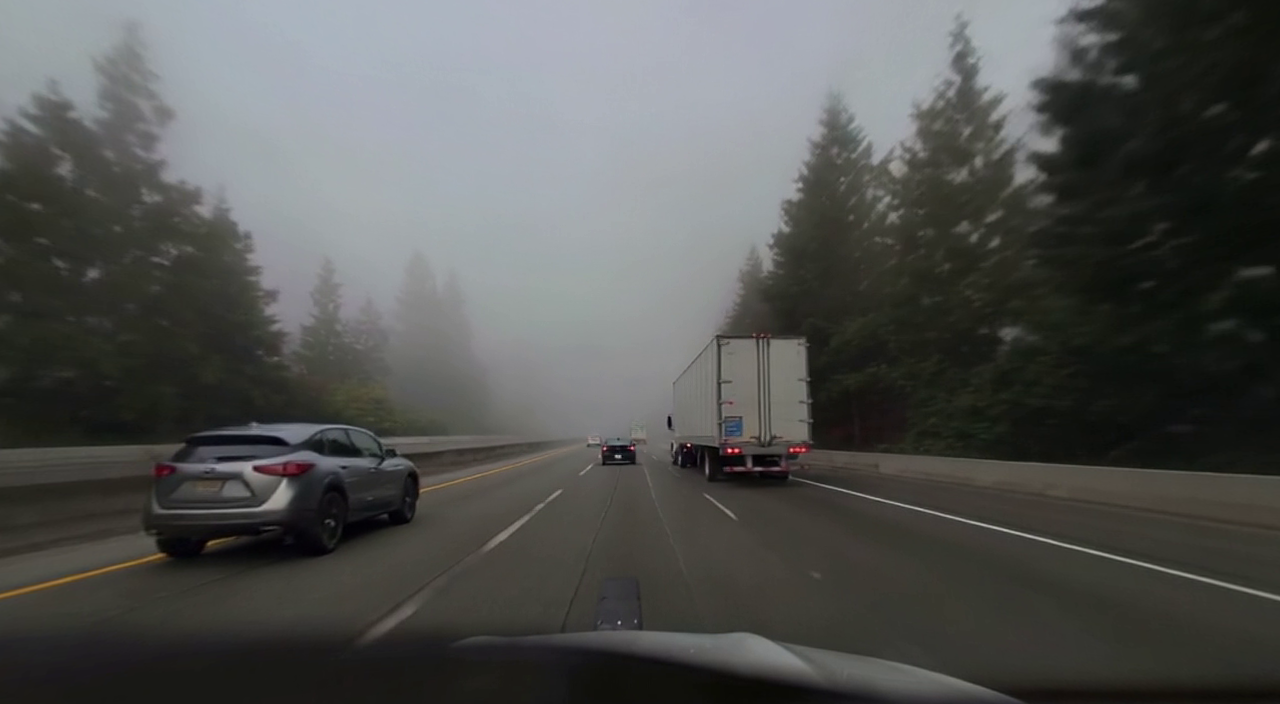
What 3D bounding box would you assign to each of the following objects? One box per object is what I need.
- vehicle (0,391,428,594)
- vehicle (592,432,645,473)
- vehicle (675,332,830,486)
[{"bbox_3d":[-4.542,1.519,7.705,2.264,1.699,4.648,0,-8,0],"label":"vehicle"},{"bbox_3d":[-0.874,4.184,26.414,2.048,1.563,4.087,0,-8,-1],"label":"vehicle"},{"bbox_3d":[3.402,2.515,24.101,2.946,4.111,14.652,0,-8,-1],"label":"vehicle"}]
